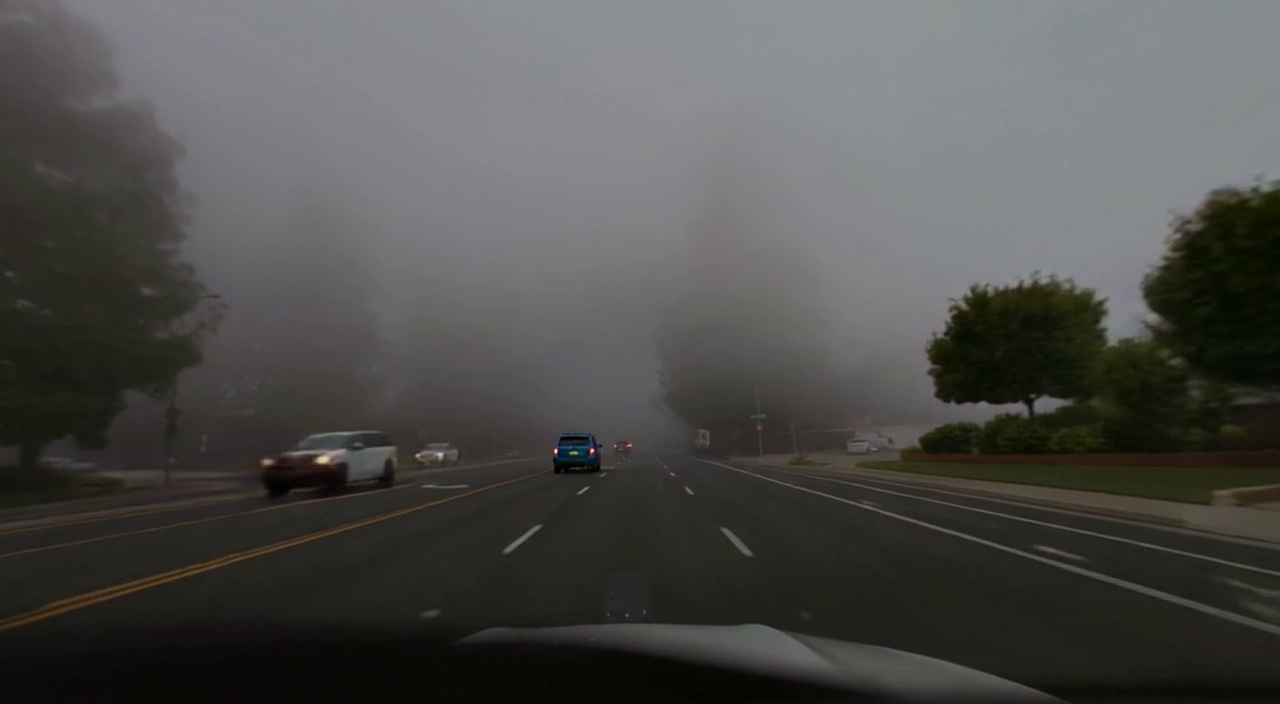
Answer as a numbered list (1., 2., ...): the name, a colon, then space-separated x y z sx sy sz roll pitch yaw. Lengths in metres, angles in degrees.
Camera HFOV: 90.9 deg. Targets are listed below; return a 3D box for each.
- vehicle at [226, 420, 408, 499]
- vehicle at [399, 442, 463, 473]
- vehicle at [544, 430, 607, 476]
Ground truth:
1. vehicle: -9.210 3.139 18.805 2.302 1.969 5.769 0 -8 1
2. vehicle: -12.516 6.328 38.140 2.210 1.720 4.800 0 -8 0
3. vehicle: -2.747 4.447 27.975 2.179 1.851 4.756 0 -8 1
